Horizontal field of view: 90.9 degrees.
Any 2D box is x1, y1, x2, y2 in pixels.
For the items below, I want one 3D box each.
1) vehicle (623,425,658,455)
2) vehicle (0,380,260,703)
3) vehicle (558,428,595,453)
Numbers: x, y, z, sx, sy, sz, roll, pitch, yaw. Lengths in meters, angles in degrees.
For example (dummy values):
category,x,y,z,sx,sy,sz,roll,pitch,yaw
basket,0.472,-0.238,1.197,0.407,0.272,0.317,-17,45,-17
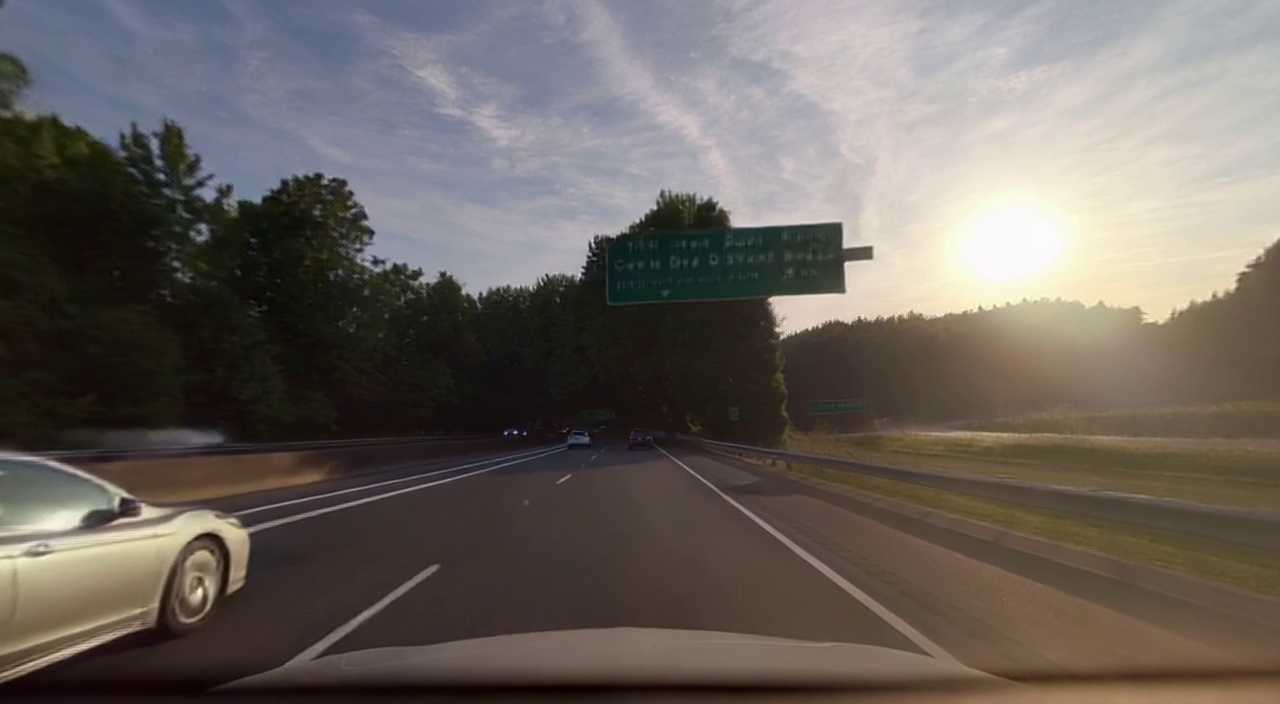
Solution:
category,x,y,z,sx,sy,sz,roll,pitch,yaw
vehicle,-0.018,5.744,41.163,2.170,1.790,4.490,0,-8,-1
vehicle,-3.833,0.854,2.672,1.958,1.486,3.988,0,-8,-1
vehicle,-4.316,6.078,43.438,2.055,1.610,4.116,0,-8,0
